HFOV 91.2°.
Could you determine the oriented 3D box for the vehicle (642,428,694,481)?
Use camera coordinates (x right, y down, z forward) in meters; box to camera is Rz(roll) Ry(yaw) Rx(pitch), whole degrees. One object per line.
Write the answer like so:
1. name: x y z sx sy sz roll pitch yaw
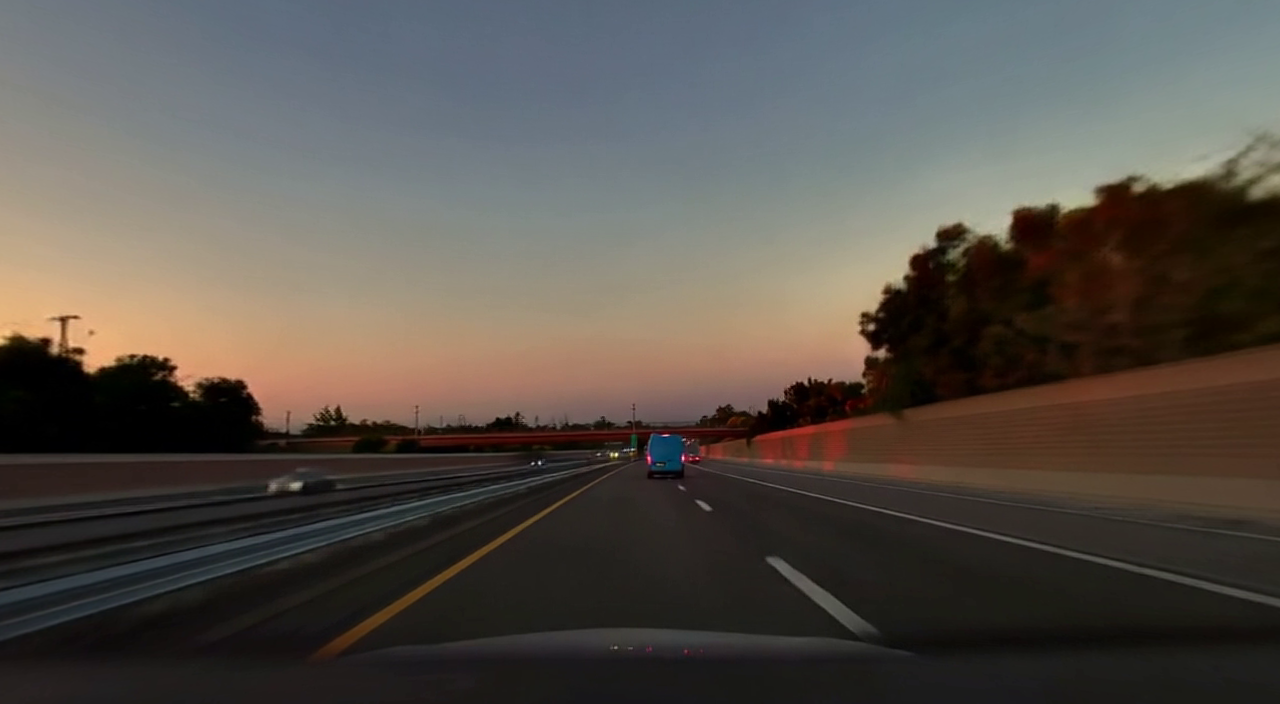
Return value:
1. vehicle: 1.441 5.560 34.026 2.560 2.598 5.581 -1 -9 1
